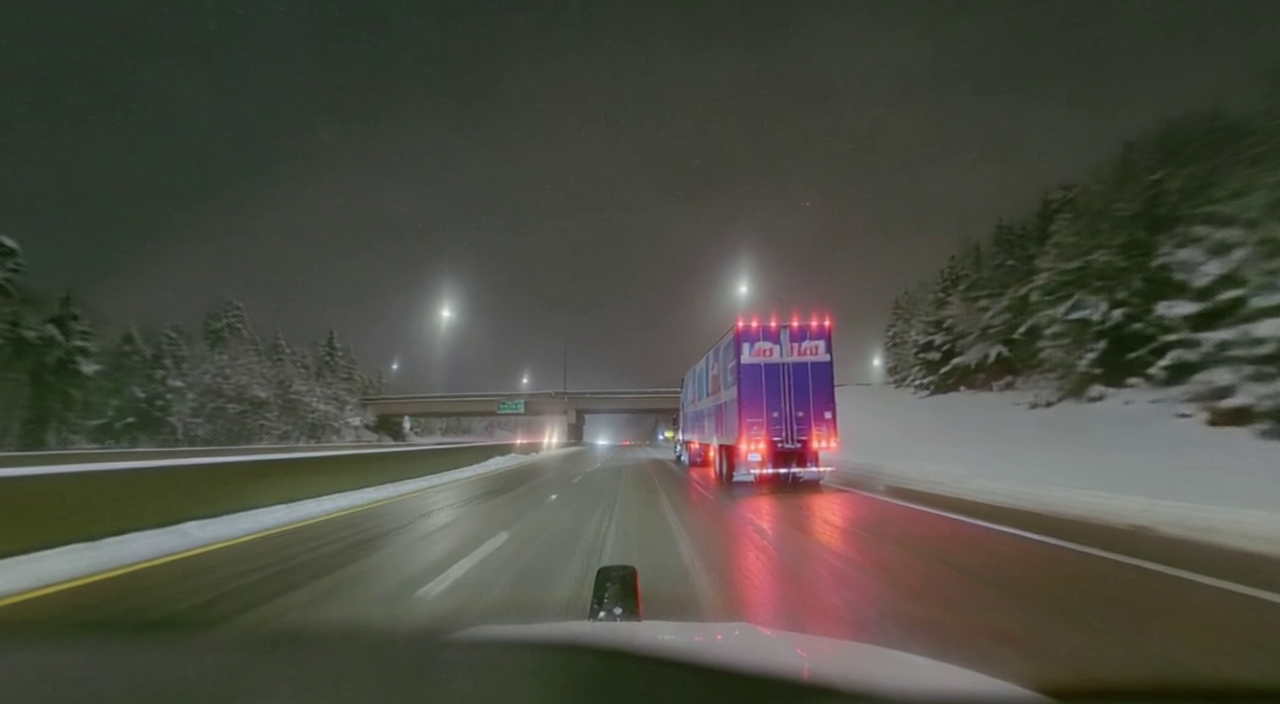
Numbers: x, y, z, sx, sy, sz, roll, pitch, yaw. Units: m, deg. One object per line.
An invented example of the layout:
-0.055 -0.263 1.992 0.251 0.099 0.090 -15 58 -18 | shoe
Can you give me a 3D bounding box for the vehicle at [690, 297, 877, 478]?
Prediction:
3.859 1.777 21.854 3.034 4.194 14.704 0 -8 0 | vehicle
